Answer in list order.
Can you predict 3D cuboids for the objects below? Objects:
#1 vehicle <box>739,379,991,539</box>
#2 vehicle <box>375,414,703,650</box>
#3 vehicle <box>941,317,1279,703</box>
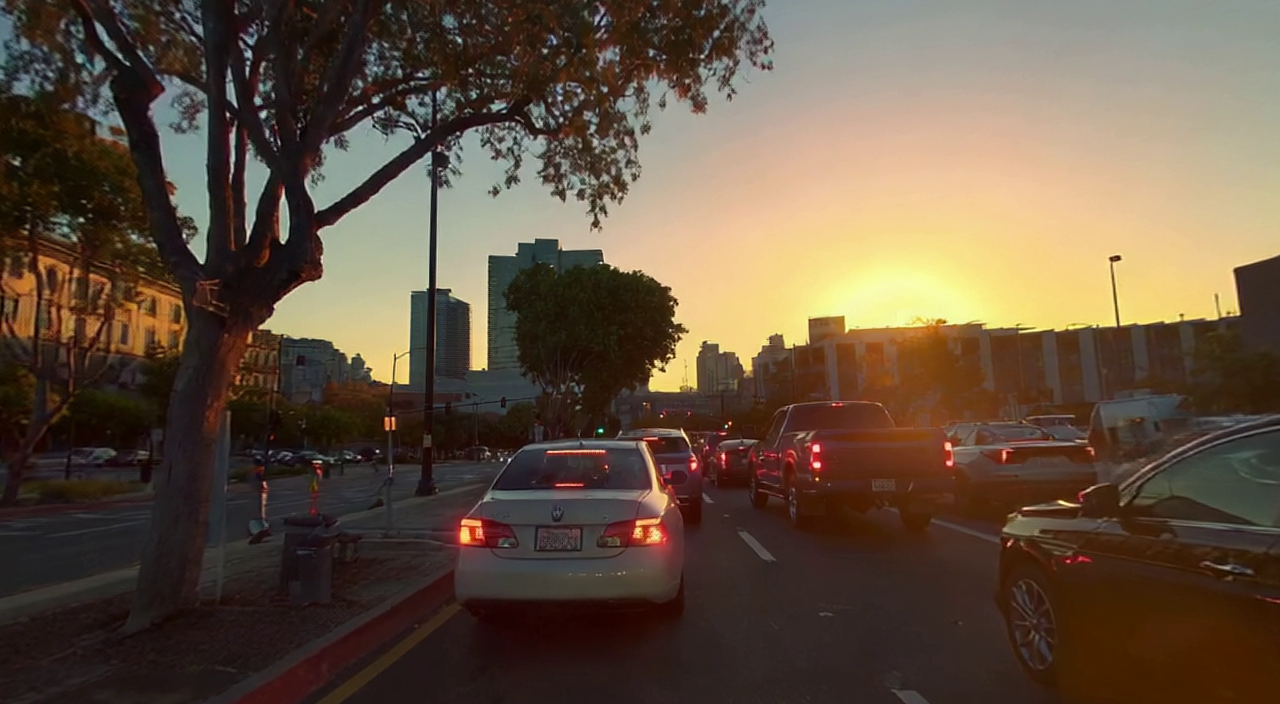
[{"bbox_3d":[3.554,1.902,11.644,2.497,2.186,5.890,0,-9,0],"label":"vehicle"},{"bbox_3d":[-0.610,1.502,6.340,2.172,1.536,4.250,0,-9,2],"label":"vehicle"},{"bbox_3d":[3.164,0.751,2.087,2.024,1.723,4.714,0,-9,1],"label":"vehicle"}]
